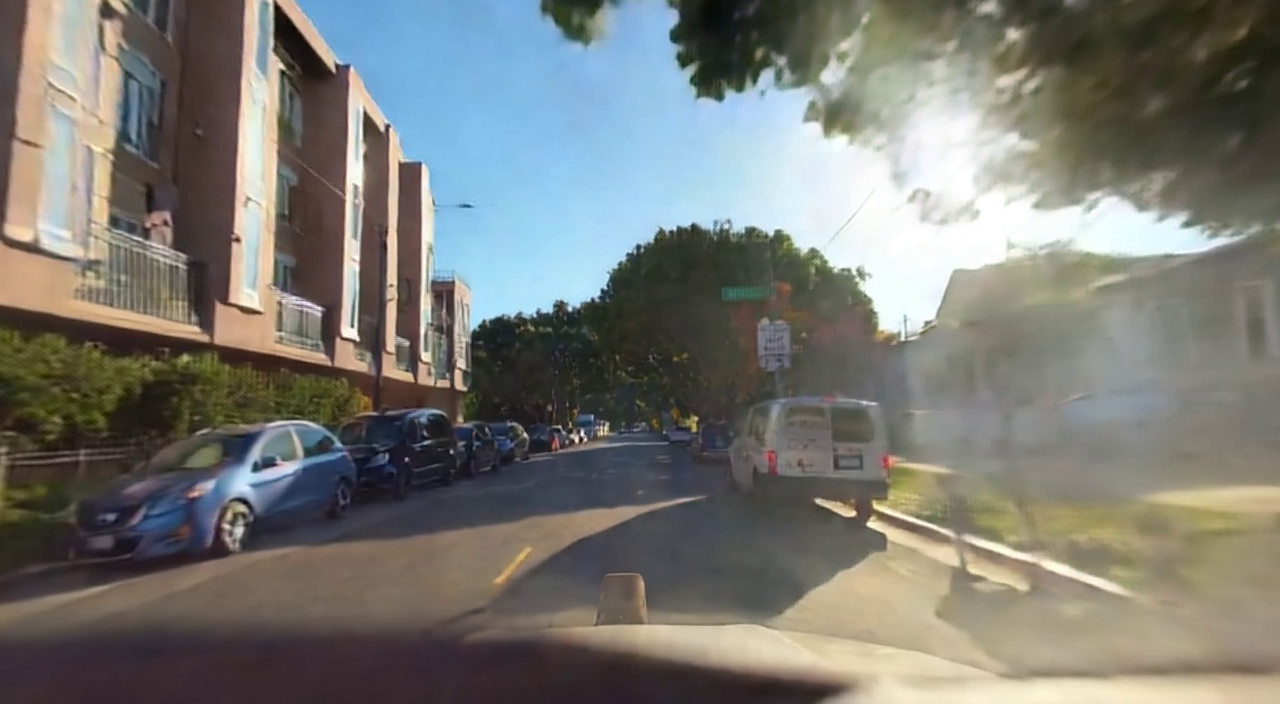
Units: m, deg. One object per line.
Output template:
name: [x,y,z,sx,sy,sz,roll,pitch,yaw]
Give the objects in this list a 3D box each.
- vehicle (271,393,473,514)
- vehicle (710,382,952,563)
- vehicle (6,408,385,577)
vehicle: [-5.536,2.228,14.171,2.196,2.059,5.748,-2,-8,-2]
vehicle: [2.708,1.633,10.617,2.259,2.119,5.281,0,-1,-2]
vehicle: [-5.539,1.762,8.894,1.838,1.725,4.660,0,-8,2]
